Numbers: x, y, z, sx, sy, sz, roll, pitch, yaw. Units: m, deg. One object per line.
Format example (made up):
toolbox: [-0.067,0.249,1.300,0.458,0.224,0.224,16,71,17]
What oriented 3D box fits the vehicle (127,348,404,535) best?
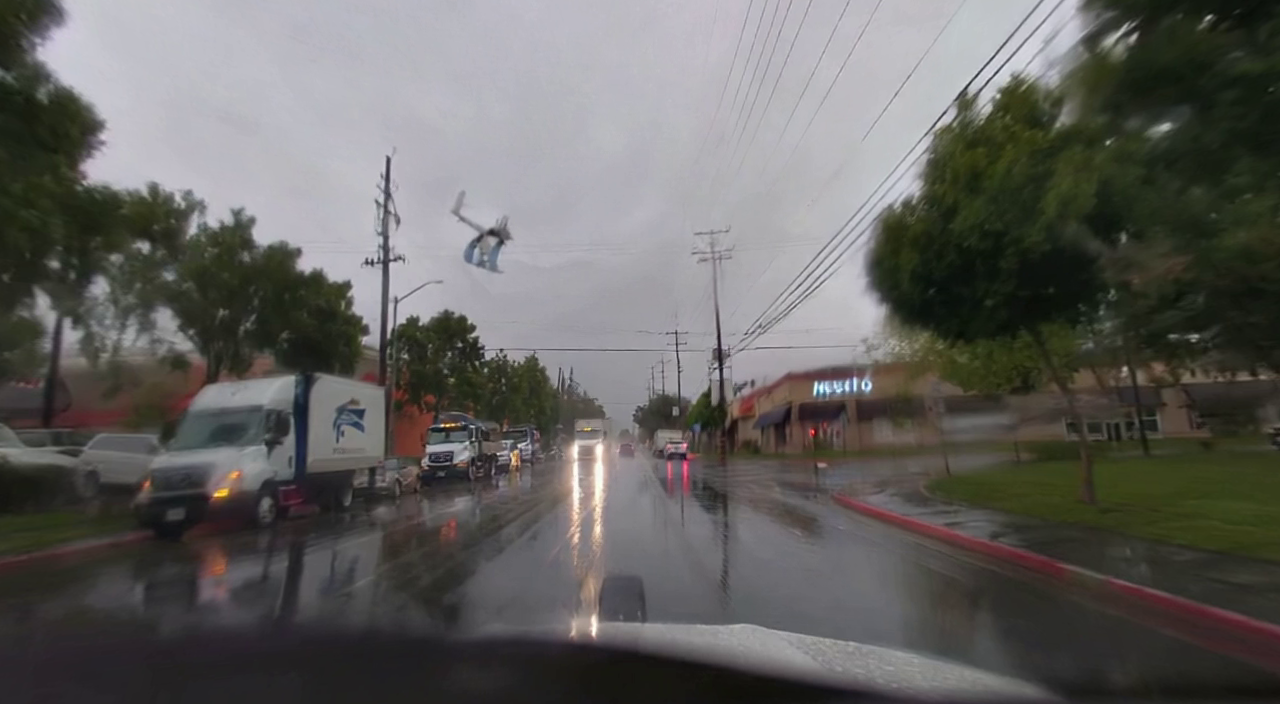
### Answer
vehicle: [-8.348,2.106,15.389,2.811,3.398,6.693,-3,-7,-1]

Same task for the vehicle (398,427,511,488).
vehicle: [-8.052,4.682,28.545,2.737,2.345,7.210,-1,-8,2]

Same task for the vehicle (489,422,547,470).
vehicle: [-8.649,6.785,45.815,2.745,3.157,7.388,0,-8,0]

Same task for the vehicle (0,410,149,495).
vehicle: [-20.344,3.299,20.811,6.011,2.585,2.607,0,-8,-1]
